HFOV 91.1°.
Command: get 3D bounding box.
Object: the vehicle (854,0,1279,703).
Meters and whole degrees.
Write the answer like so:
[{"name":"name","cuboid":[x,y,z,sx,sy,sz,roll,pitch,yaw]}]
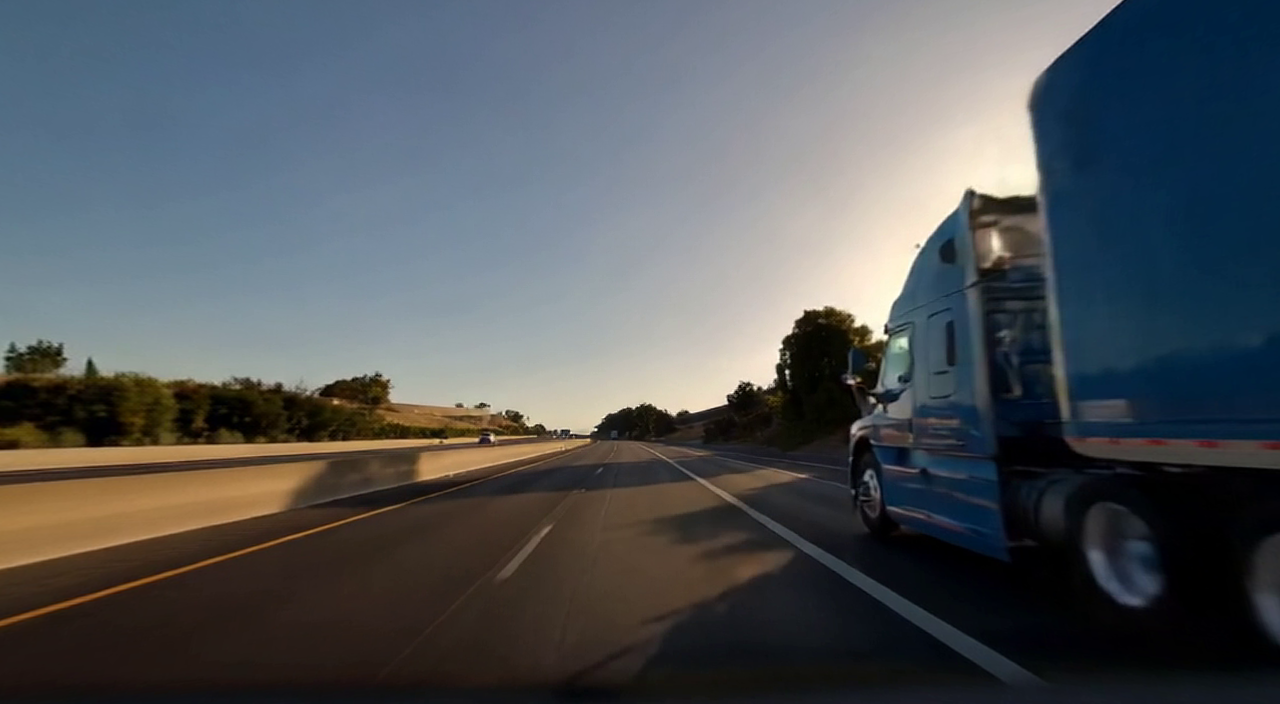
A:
[{"name":"vehicle","cuboid":[4.556,-0.266,3.251,3.162,3.950,10.161,0,-8,-1]}]
